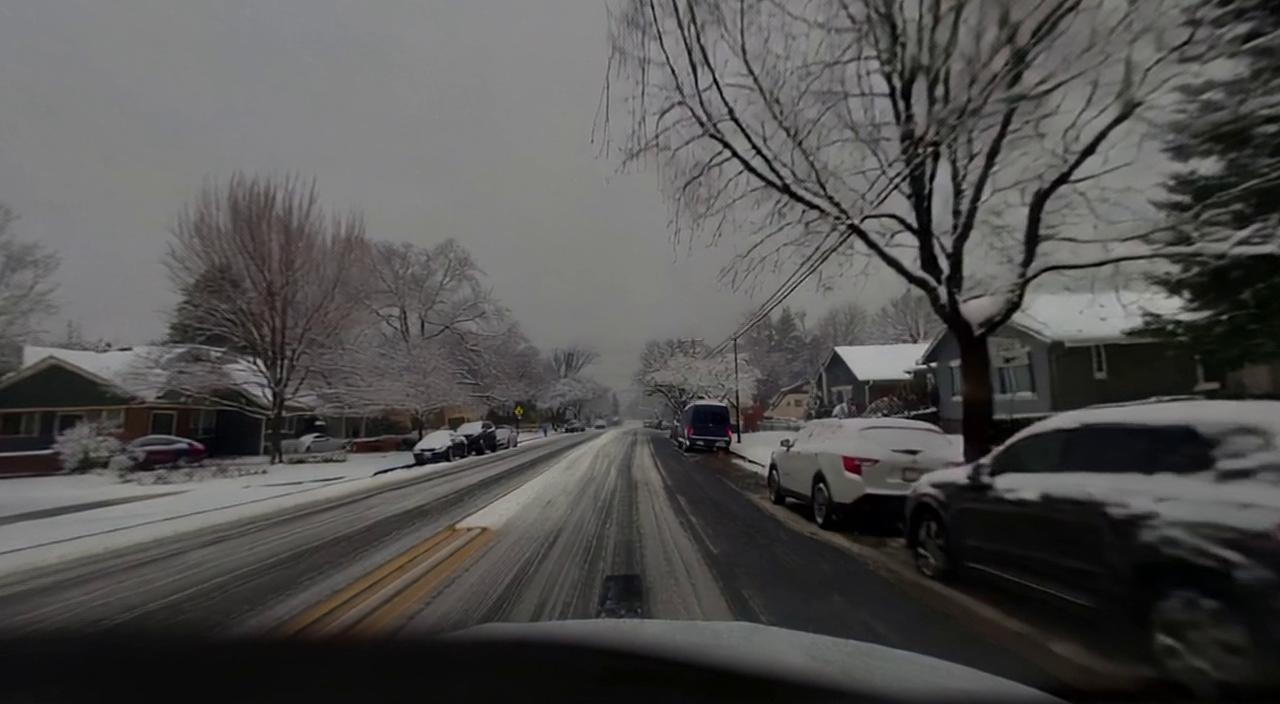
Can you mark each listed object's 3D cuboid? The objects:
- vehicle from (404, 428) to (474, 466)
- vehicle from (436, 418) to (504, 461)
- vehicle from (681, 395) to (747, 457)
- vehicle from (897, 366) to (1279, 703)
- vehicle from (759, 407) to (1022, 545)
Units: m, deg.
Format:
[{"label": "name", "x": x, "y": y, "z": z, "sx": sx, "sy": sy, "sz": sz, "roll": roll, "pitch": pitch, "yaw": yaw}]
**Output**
[{"label": "vehicle", "x": -8.446, "y": 4.025, "z": 26.866, "sx": 1.821, "sy": 1.476, "sz": 4.060, "roll": 0, "pitch": -8, "yaw": -3}, {"label": "vehicle", "x": -8.596, "y": 4.447, "z": 32.392, "sx": 2.163, "sy": 1.841, "sz": 4.679, "roll": -6, "pitch": -7, "yaw": -1}, {"label": "vehicle", "x": 3.043, "y": 3.178, "z": 26.744, "sx": 2.233, "sy": 2.453, "sz": 3.787, "roll": 0, "pitch": -8, "yaw": -1}, {"label": "vehicle", "x": 3.675, "y": 1.065, "z": 4.038, "sx": 2.047, "sy": 1.598, "sz": 4.321, "roll": 0, "pitch": -8, "yaw": -3}, {"label": "vehicle", "x": 3.558, "y": 1.877, "z": 10.289, "sx": 2.079, "sy": 1.681, "sz": 4.933, "roll": 0, "pitch": -8, "yaw": -2}]
